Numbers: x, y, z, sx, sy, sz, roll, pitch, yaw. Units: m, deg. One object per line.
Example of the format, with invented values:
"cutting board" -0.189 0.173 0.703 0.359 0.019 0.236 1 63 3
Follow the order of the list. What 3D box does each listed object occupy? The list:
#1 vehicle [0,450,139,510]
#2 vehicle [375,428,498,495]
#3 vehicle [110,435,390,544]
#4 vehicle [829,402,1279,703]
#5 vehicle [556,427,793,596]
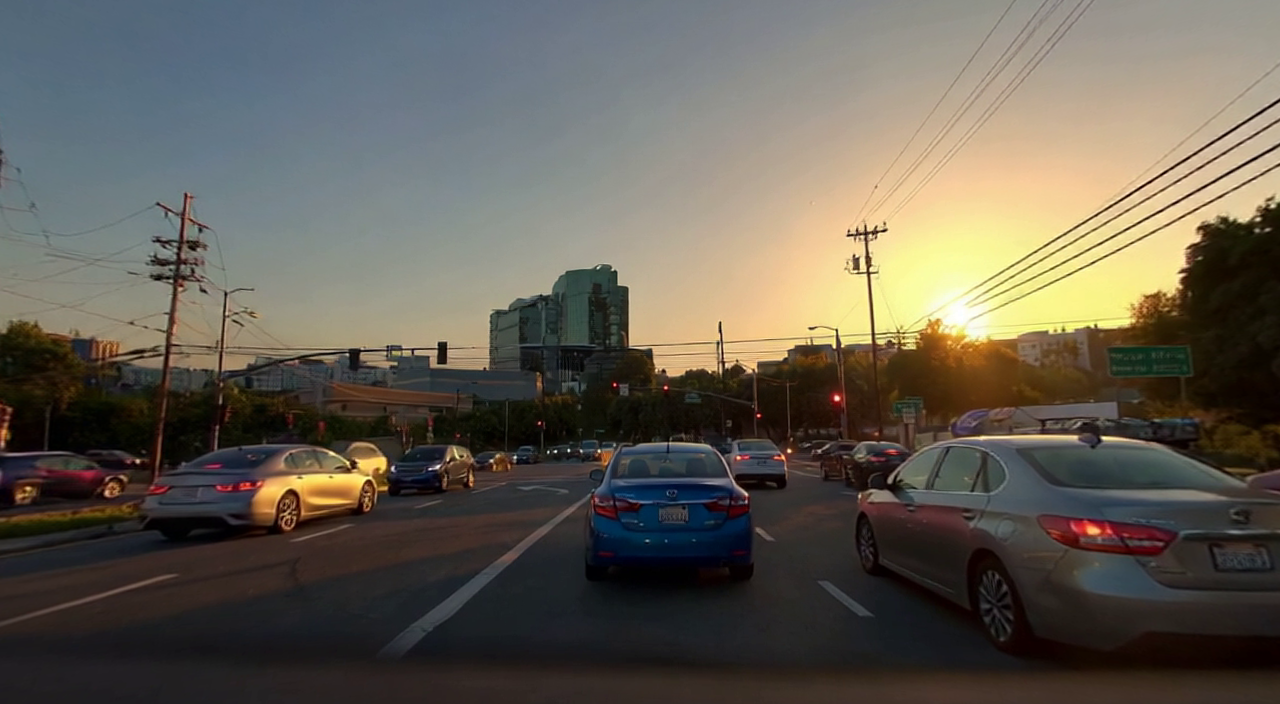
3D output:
"vehicle" -17.635 3.704 18.698 1.823 1.493 4.437 -1 -8 2
"vehicle" -6.278 3.434 20.255 2.070 1.824 5.196 -1 -8 2
"vehicle" -6.420 2.269 11.227 1.955 1.497 4.639 -1 -8 1
"vehicle" 3.134 1.311 5.207 1.870 1.523 4.096 0 -8 0
"vehicle" 0.308 1.720 7.683 2.109 1.483 3.964 0 -8 0
